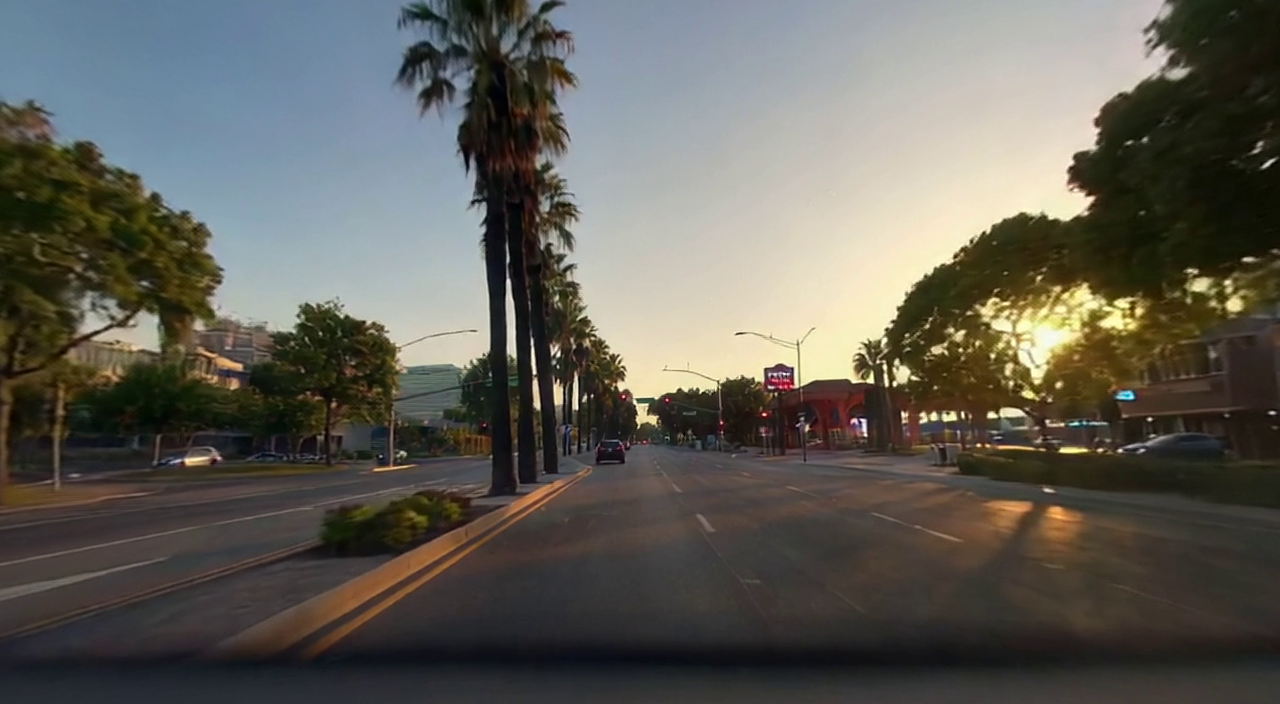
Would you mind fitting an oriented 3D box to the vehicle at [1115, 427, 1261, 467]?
[{"bbox_3d":[25.590,4.455,29.636,4.918,1.814,2.014,0,-8,0],"label":"vehicle"}]

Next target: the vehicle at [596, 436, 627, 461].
[{"bbox_3d":[-2.071,6.858,44.983,1.990,1.639,3.885,1,-8,-6],"label":"vehicle"}]

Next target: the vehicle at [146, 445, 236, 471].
[{"bbox_3d":[-31.724,7.464,44.895,2.099,1.731,5.736,0,-8,1],"label":"vehicle"}]
